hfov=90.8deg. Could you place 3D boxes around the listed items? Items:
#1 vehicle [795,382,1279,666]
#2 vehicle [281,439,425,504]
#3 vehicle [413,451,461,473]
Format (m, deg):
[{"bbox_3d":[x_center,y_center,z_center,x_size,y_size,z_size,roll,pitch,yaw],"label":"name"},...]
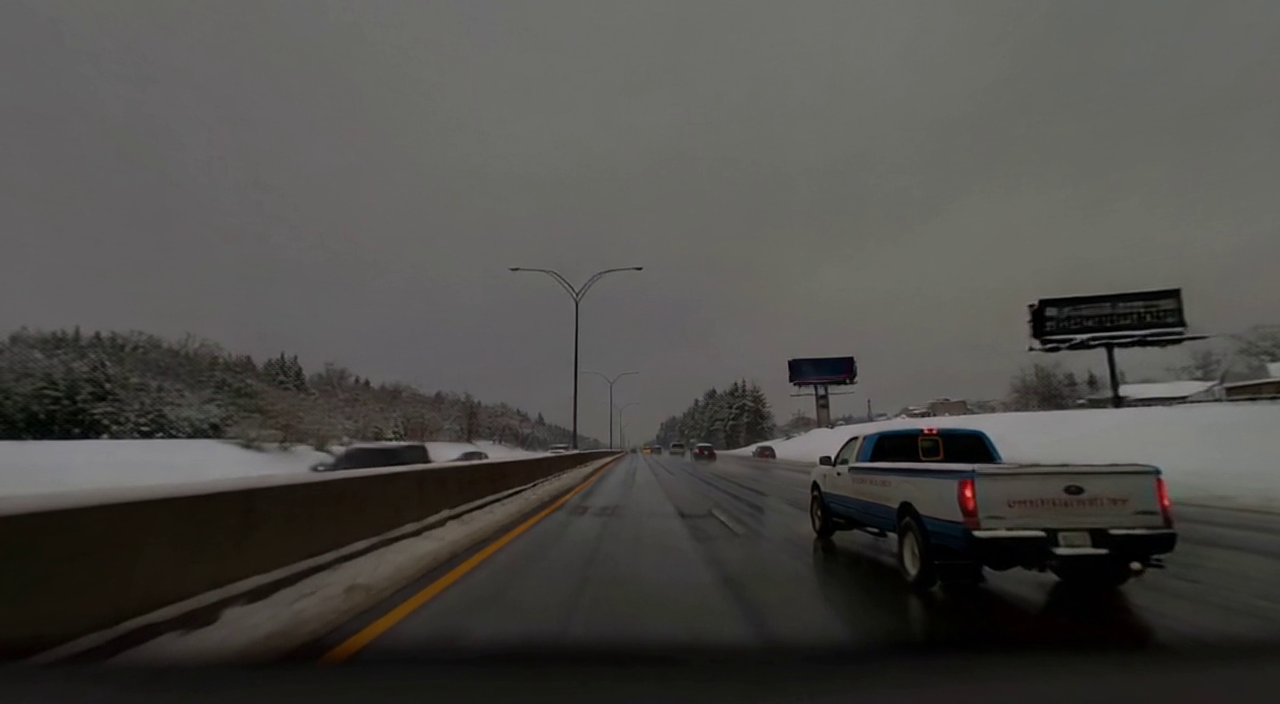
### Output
[{"bbox_3d":[3.080,1.375,6.146,1.973,1.710,4.476,0,-9,0],"label":"vehicle"},{"bbox_3d":[-7.500,3.139,17.027,2.035,1.508,3.950,0,-9,0],"label":"vehicle"},{"bbox_3d":[-14.690,7.991,45.971,1.877,1.481,4.684,0,-9,0],"label":"vehicle"}]
